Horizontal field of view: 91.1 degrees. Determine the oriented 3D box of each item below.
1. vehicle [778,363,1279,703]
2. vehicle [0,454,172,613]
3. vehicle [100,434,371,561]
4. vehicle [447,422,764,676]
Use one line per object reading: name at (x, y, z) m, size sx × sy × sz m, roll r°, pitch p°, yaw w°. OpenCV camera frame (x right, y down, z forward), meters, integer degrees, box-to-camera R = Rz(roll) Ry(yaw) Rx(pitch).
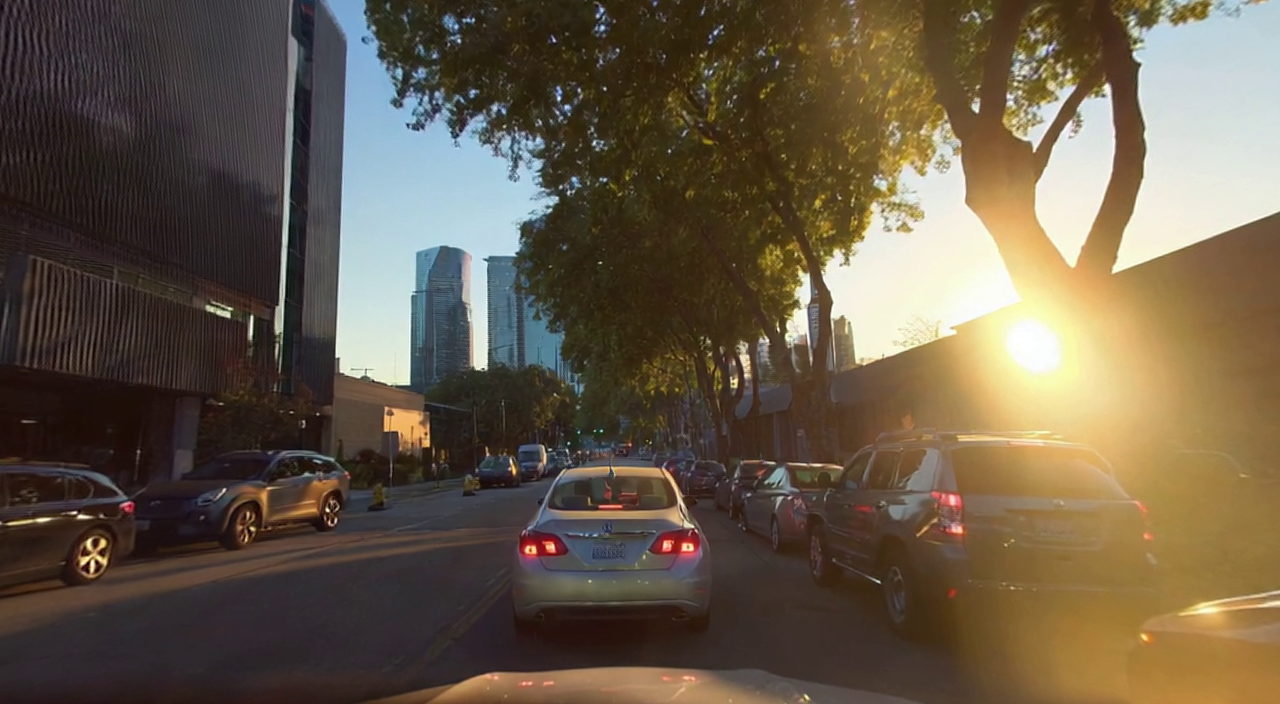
vehicle at (2.711, 1.425, 5.702) m, size 1.868 × 1.920 × 4.501 m, roll 1°, pitch -10°, yaw 0°
vehicle at (-6.982, 1.695, 5.890) m, size 1.900 × 1.471 × 4.202 m, roll 1°, pitch -10°, yaw 0°
vehicle at (-6.842, 2.586, 11.433) m, size 1.994 × 1.701 × 4.520 m, roll -3°, pitch -12°, yaw -1°
vehicle at (-0.197, 1.600, 5.936) m, size 2.018 × 1.583 × 3.646 m, roll 1°, pitch -10°, yaw 1°
